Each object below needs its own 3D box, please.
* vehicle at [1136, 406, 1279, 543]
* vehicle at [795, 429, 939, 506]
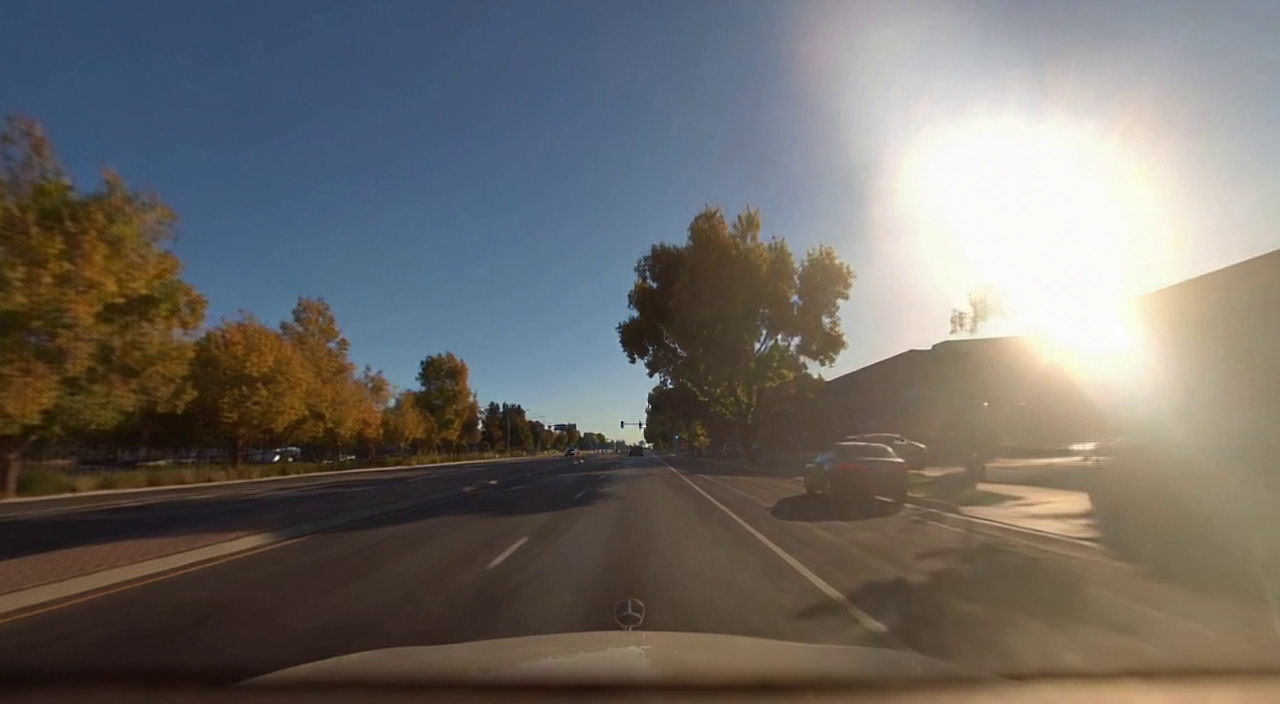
[{"bbox_3d":[10.813,1.807,9.631,4.653,1.825,2.099,0,-8,-1],"label":"vehicle"},{"bbox_3d":[5.579,2.884,16.248,2.057,1.688,4.596,0,-8,1],"label":"vehicle"}]
